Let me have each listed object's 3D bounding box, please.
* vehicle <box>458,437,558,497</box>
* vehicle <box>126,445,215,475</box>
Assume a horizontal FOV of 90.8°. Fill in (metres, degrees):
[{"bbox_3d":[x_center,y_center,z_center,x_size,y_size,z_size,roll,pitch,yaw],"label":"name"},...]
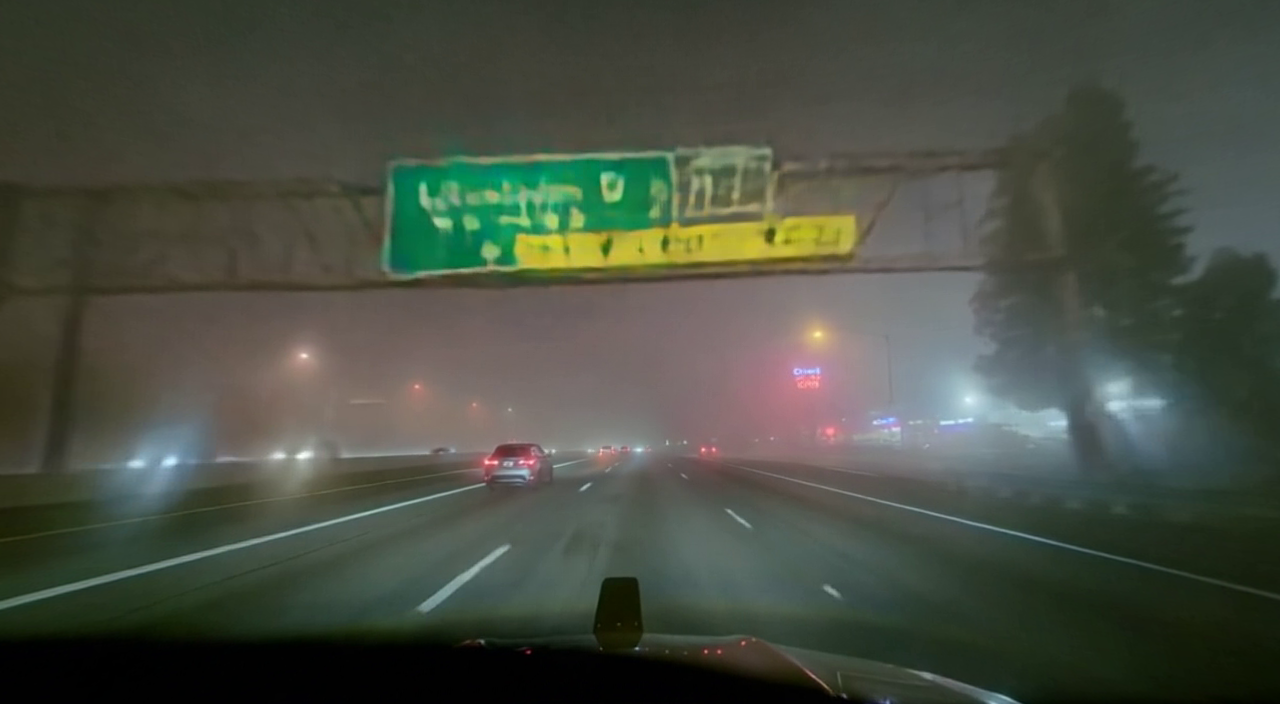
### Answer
[{"bbox_3d":[-3.666,3.275,18.387,1.939,1.508,4.272,0,-8,1],"label":"vehicle"},{"bbox_3d":[-23.388,5.364,31.610,1.817,1.393,3.398,0,-8,0],"label":"vehicle"}]
